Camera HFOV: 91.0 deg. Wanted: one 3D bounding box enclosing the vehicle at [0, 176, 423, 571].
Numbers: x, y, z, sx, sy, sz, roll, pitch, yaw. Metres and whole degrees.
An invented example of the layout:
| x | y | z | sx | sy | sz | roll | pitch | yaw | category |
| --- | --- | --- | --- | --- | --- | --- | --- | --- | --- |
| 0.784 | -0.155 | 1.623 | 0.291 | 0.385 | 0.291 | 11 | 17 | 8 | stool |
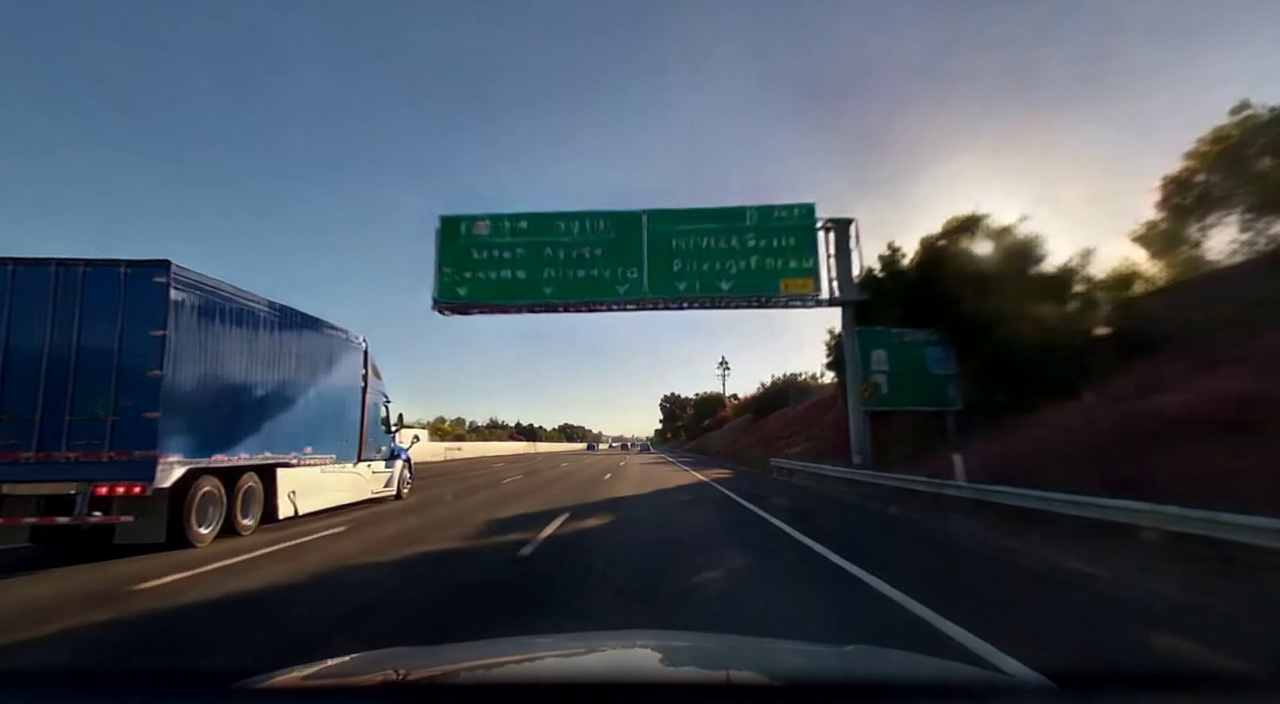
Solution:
| x | y | z | sx | sy | sz | roll | pitch | yaw | category |
| --- | --- | --- | --- | --- | --- | --- | --- | --- | --- |
| -6.836 | 0.763 | 10.563 | 2.996 | 3.947 | 8.600 | 0 | -9 | 2 | vehicle |
